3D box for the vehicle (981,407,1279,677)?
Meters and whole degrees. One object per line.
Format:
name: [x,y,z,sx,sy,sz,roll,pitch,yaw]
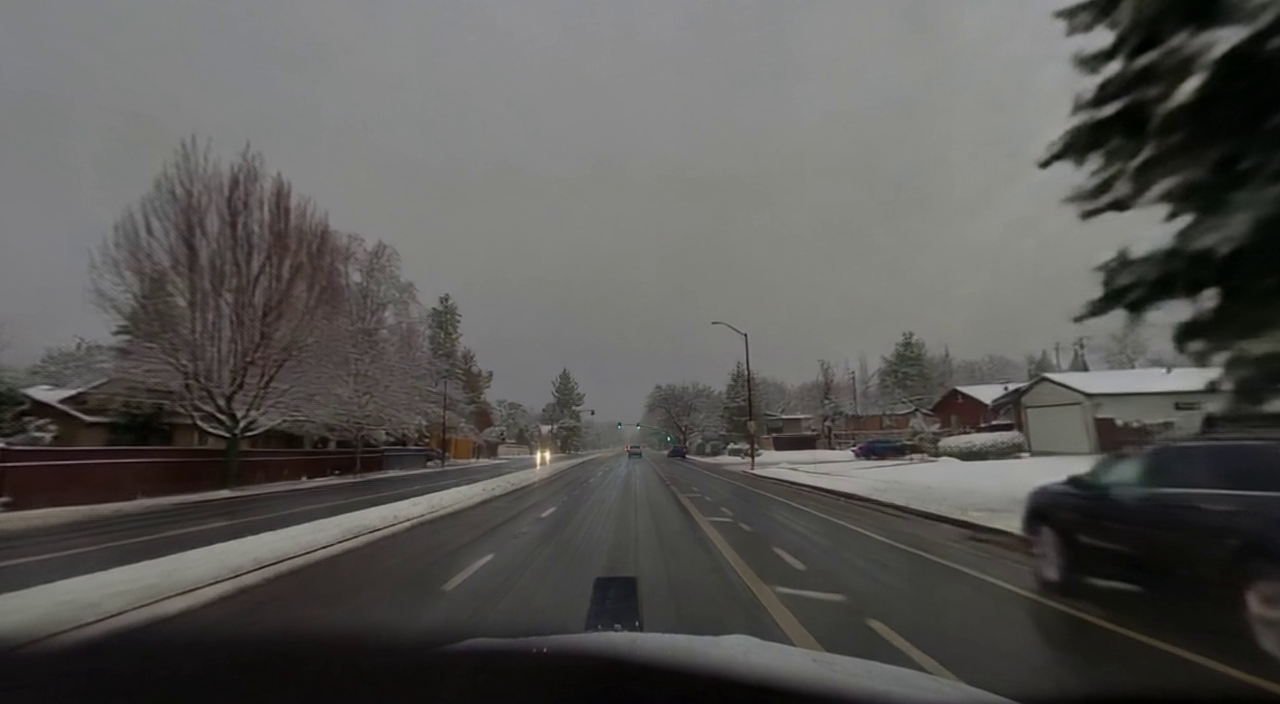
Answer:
vehicle: [4.884,1.297,4.768,1.967,1.631,4.692,0,-9,0]
